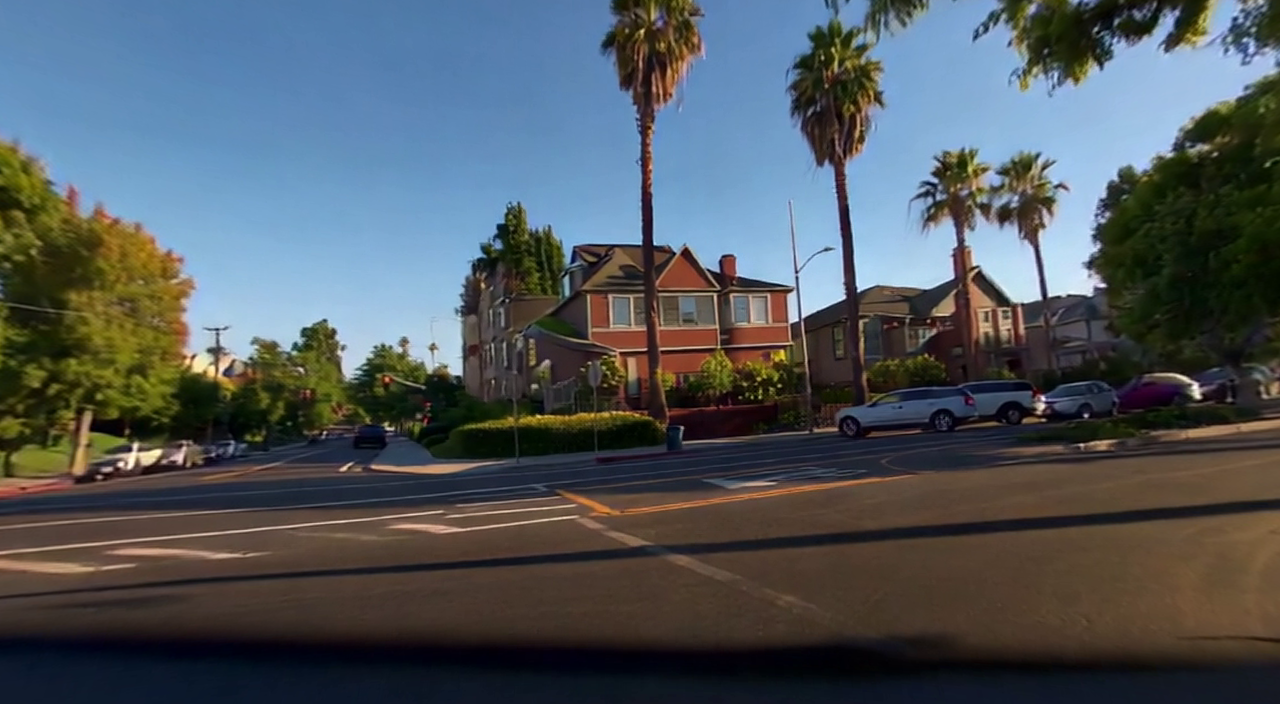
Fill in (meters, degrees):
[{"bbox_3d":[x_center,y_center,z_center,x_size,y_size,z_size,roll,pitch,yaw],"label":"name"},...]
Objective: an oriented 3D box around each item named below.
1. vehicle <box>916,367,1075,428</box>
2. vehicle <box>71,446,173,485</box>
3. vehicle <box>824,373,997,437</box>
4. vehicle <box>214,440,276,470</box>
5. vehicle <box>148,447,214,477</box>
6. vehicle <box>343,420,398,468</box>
[{"bbox_3d":[12.341,1.698,22.205,1.995,1.772,4.273,4,-10,-36],"label":"vehicle"},{"bbox_3d":[-23.075,5.038,28.397,2.118,1.526,4.727,1,-9,-22],"label":"vehicle"},{"bbox_3d":[8.906,1.893,21.230,1.998,1.752,4.866,5,-11,-38],"label":"vehicle"},{"bbox_3d":[-22.562,5.899,36.262,2.071,1.538,4.428,1,-9,-20],"label":"vehicle"},{"bbox_3d":[-25.404,6.074,35.122,1.795,1.463,4.382,1,-9,-20],"label":"vehicle"},{"bbox_3d":[-12.599,4.336,29.665,2.154,2.035,4.261,1,-9,-22],"label":"vehicle"}]
